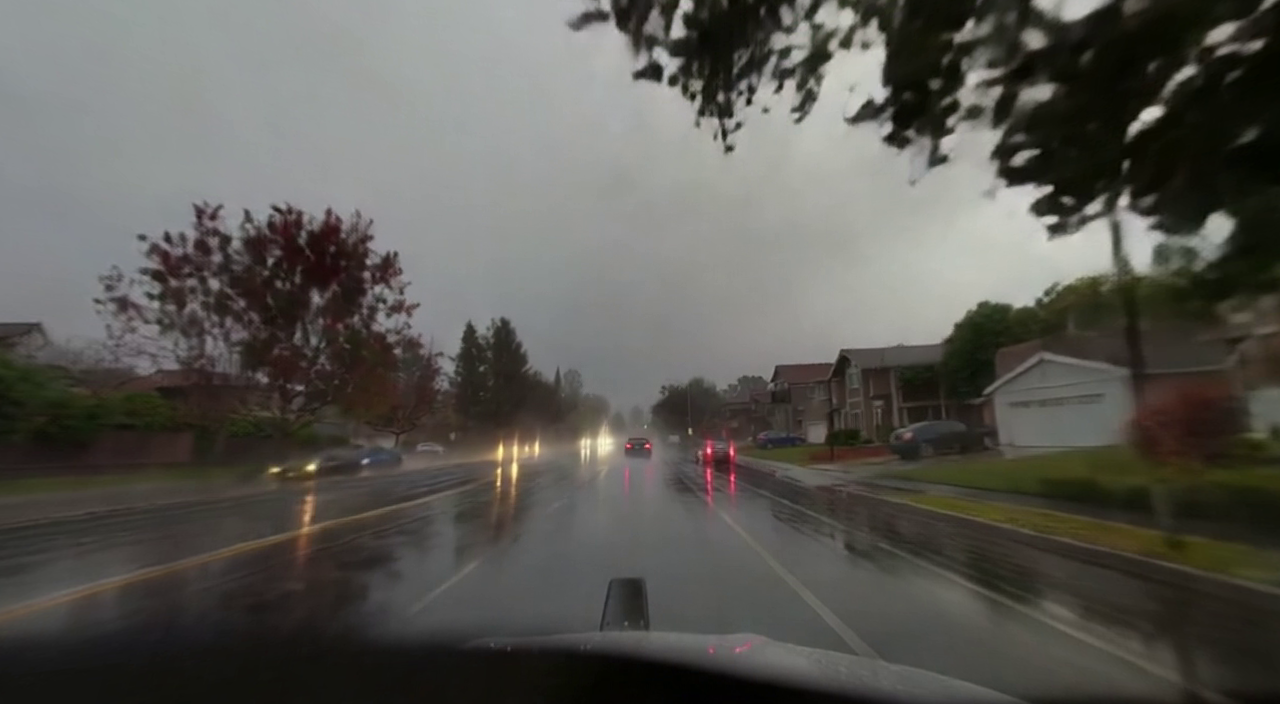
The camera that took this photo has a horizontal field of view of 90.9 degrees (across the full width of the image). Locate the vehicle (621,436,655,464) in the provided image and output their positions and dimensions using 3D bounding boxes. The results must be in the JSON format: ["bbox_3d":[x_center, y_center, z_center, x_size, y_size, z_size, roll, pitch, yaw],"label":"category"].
[{"bbox_3d":[-0.123,6.242,40.262,2.024,1.655,4.301,0,-8,0],"label":"vehicle"}]

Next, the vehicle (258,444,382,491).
[{"bbox_3d":[-11.460,4.125,23.056,2.003,1.457,4.762,-2,-8,1],"label":"vehicle"}]

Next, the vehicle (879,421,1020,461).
[{"bbox_3d":[12.661,3.678,26.041,4.720,1.535,2.079,0,-9,3],"label":"vehicle"}]

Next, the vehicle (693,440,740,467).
[{"bbox_3d":[4.375,5.879,36.733,2.080,1.469,4.898,0,-8,-1],"label":"vehicle"}]
